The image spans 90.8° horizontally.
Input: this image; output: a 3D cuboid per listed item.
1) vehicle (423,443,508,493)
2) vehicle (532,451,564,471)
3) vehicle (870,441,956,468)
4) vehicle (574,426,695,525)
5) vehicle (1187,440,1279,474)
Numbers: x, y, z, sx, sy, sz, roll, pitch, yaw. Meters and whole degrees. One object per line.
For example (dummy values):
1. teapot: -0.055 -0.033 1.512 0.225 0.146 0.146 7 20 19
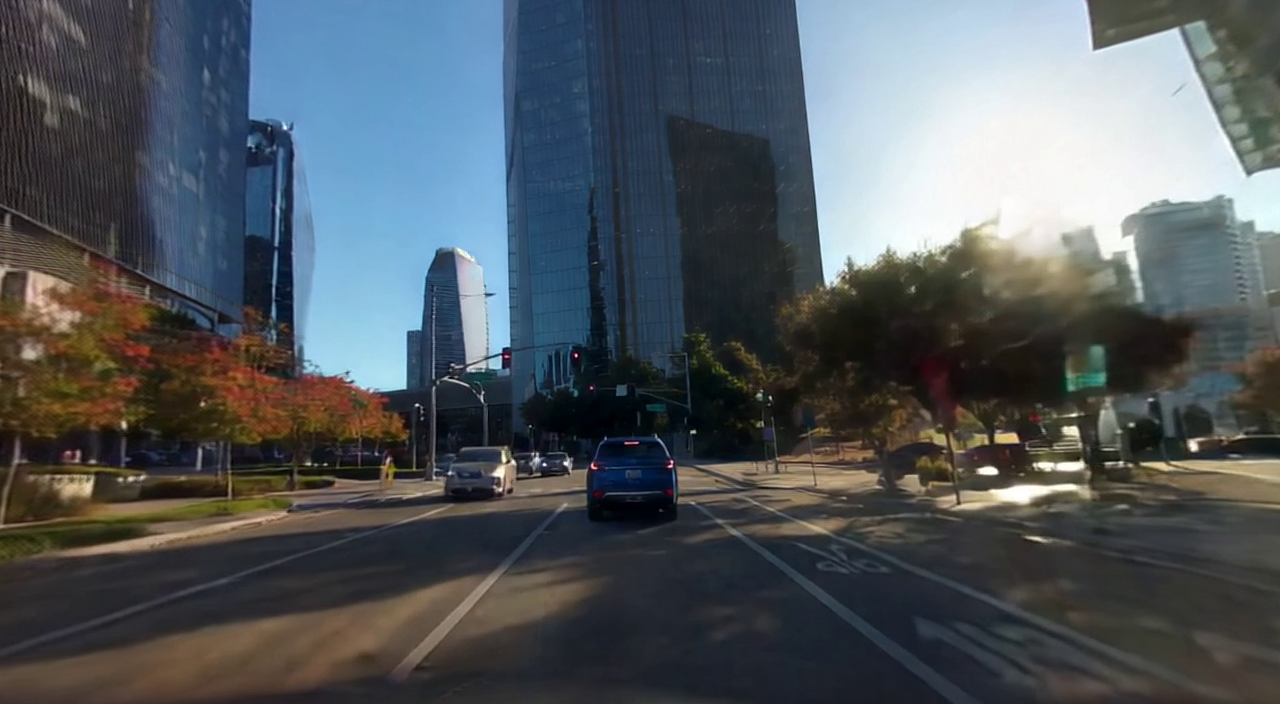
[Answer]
1. vehicle: -6.295 4.208 23.320 2.028 1.655 4.189 0 -9 -1
2. vehicle: -7.143 8.497 49.566 1.908 1.475 4.337 0 -9 0
3. vehicle: 16.630 6.277 38.660 4.422 1.563 1.751 0 -9 -2
4. vehicle: -0.172 2.558 13.590 2.183 1.765 4.059 0 -9 -2
5. vehicle: 31.032 5.274 31.817 5.161 1.610 2.024 0 -9 -3
